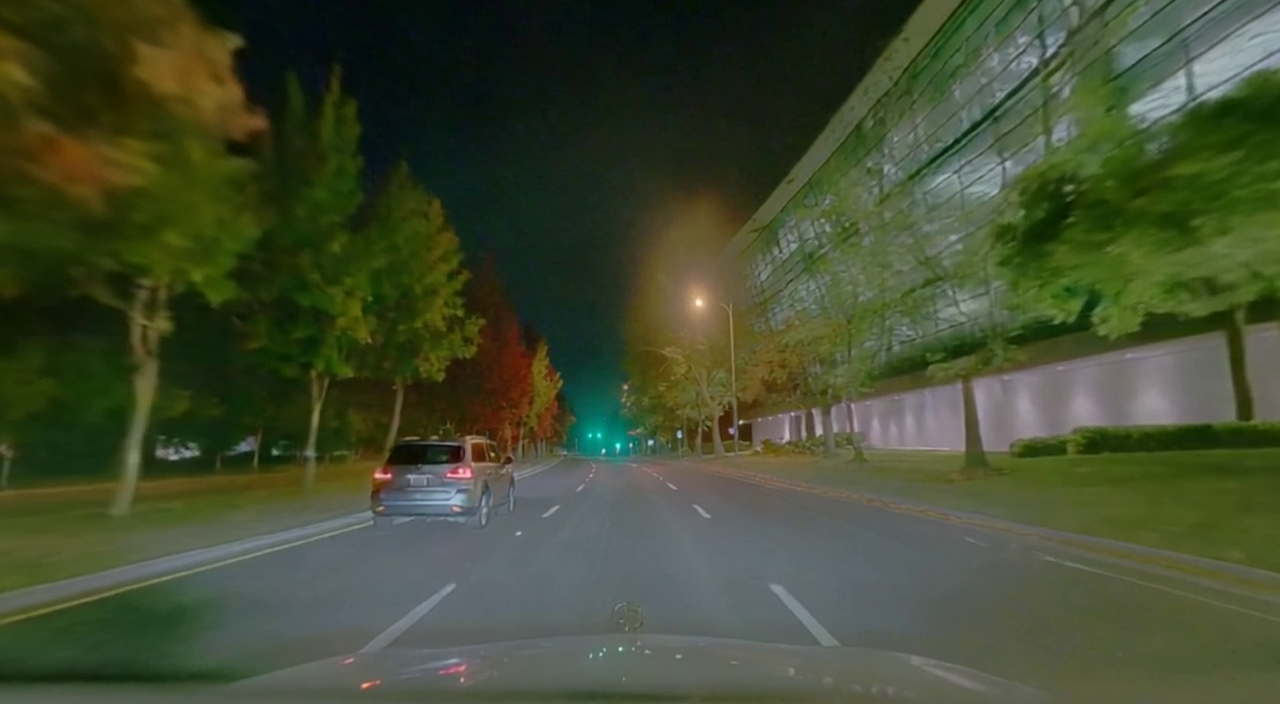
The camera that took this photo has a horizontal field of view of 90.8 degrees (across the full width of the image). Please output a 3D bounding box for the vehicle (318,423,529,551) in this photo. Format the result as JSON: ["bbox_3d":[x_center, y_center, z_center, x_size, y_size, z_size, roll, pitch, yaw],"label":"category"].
[{"bbox_3d":[-3.322,2.168,10.864,2.067,1.700,4.561,0,-8,-1],"label":"vehicle"}]
